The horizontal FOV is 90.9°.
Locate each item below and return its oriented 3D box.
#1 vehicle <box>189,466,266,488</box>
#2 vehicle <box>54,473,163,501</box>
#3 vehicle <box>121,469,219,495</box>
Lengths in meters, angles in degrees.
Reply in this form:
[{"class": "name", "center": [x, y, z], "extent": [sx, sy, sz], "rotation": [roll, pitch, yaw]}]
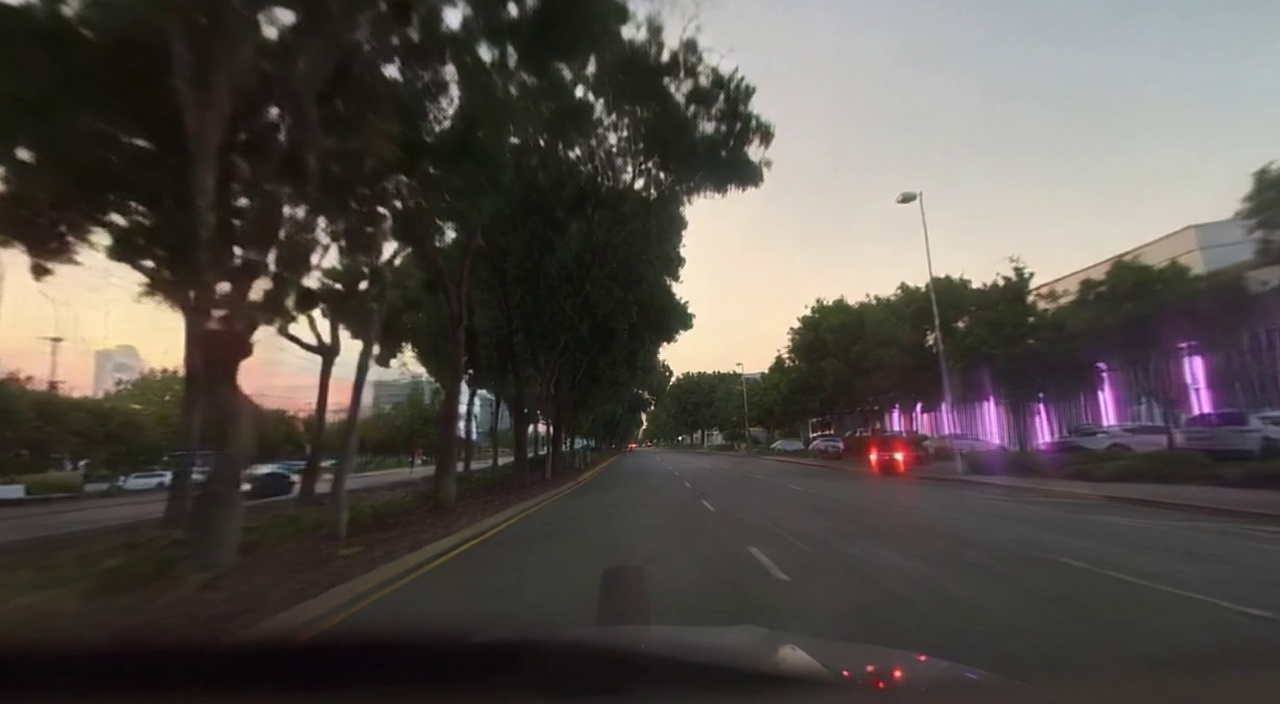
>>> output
[{"class": "vehicle", "center": [-30.901, 9.371, 47.303], "extent": [4.377, 1.424, 1.936], "rotation": [3, -9, -17]}, {"class": "vehicle", "center": [-32.063, 8.135, 38.155], "extent": [4.540, 1.469, 1.933], "rotation": [3, -9, -19]}, {"class": "vehicle", "center": [-30.854, 8.522, 41.548], "extent": [4.735, 1.468, 2.047], "rotation": [3, -9, -25]}]
